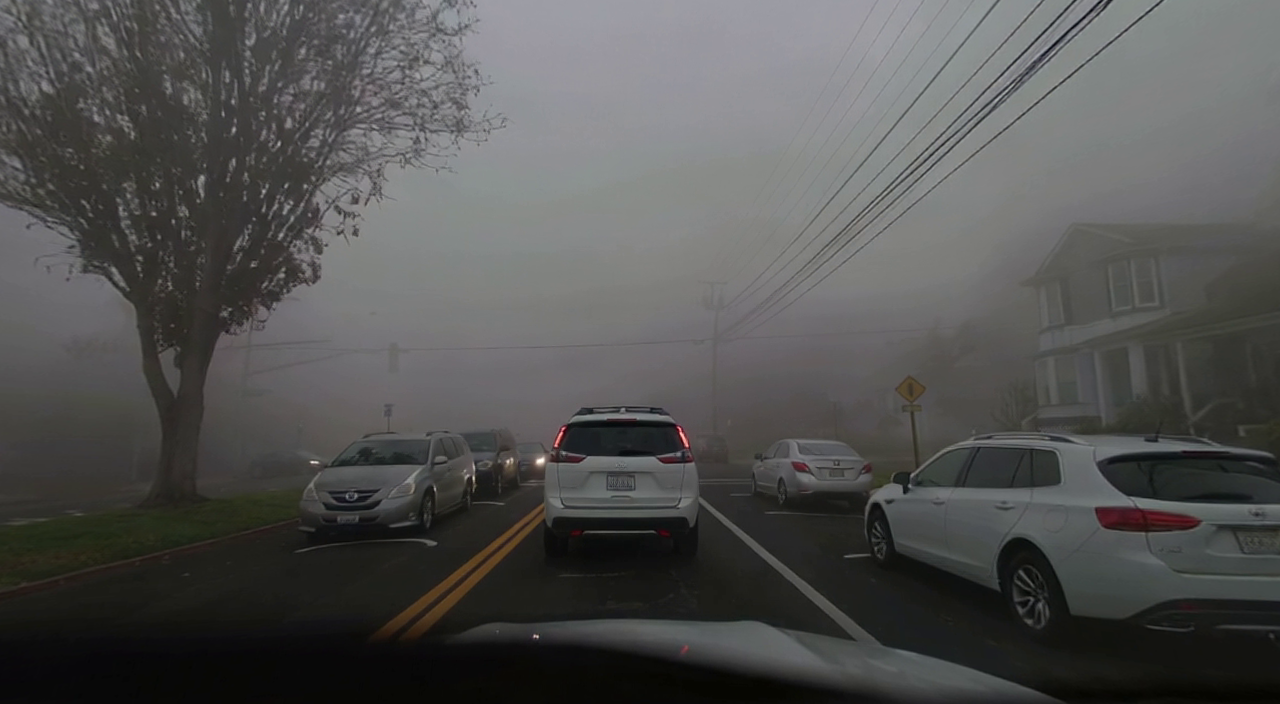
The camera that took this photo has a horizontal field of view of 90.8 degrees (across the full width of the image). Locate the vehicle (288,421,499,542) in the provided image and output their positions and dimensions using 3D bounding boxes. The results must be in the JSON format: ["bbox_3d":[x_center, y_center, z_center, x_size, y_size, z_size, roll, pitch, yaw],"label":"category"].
[{"bbox_3d":[-3.721,2.019,10.512,1.864,1.576,4.324,0,-8,-2],"label":"vehicle"}]

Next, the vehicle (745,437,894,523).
[{"bbox_3d":[3.470,2.523,13.050,1.880,1.476,3.932,0,-8,0],"label":"vehicle"}]

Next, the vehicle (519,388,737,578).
[{"bbox_3d":[-0.212,1.609,8.493,2.164,1.867,4.254,0,-8,-3],"label":"vehicle"}]

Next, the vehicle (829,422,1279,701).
[{"bbox_3d":[3.468,1.465,5.771,1.977,1.480,4.589,0,-8,-1],"label":"vehicle"}]
